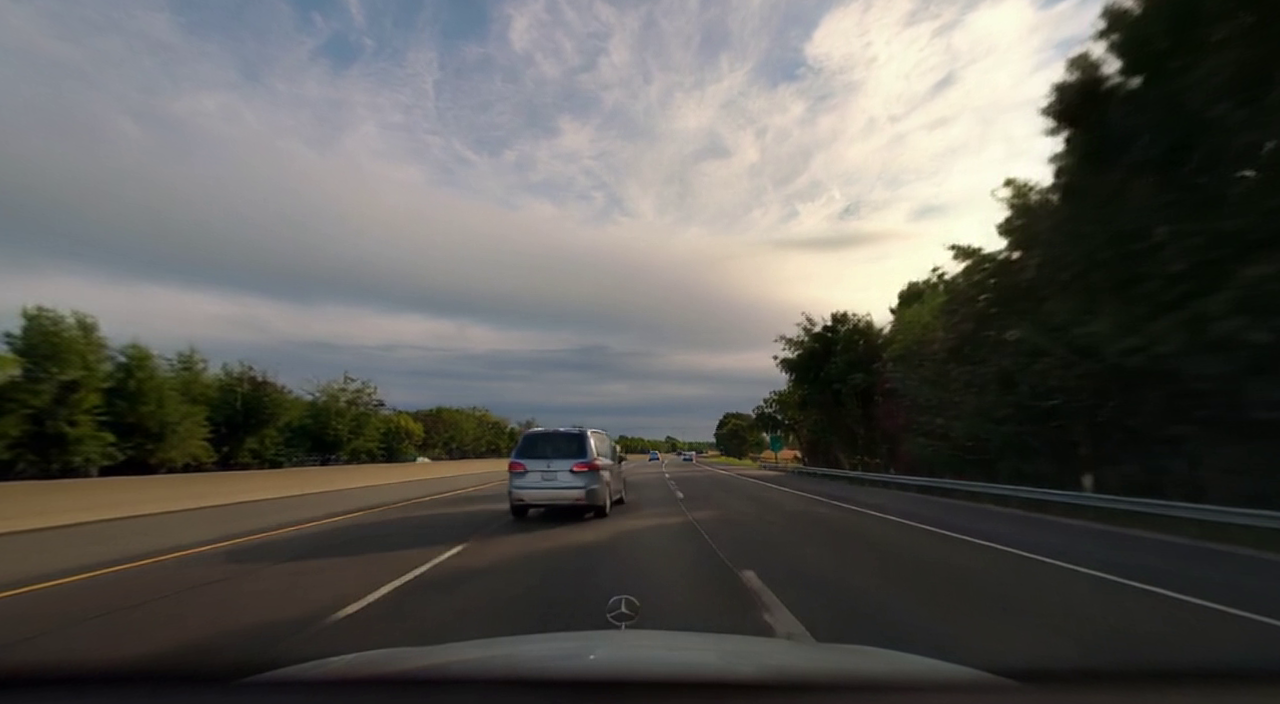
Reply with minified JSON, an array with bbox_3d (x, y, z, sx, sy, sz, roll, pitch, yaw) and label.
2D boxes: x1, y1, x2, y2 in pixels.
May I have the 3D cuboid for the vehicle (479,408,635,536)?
[{"bbox_3d":[-1.361,2.330,12.670,2.219,2.033,4.911,-1,-9,3],"label":"vehicle"}]
